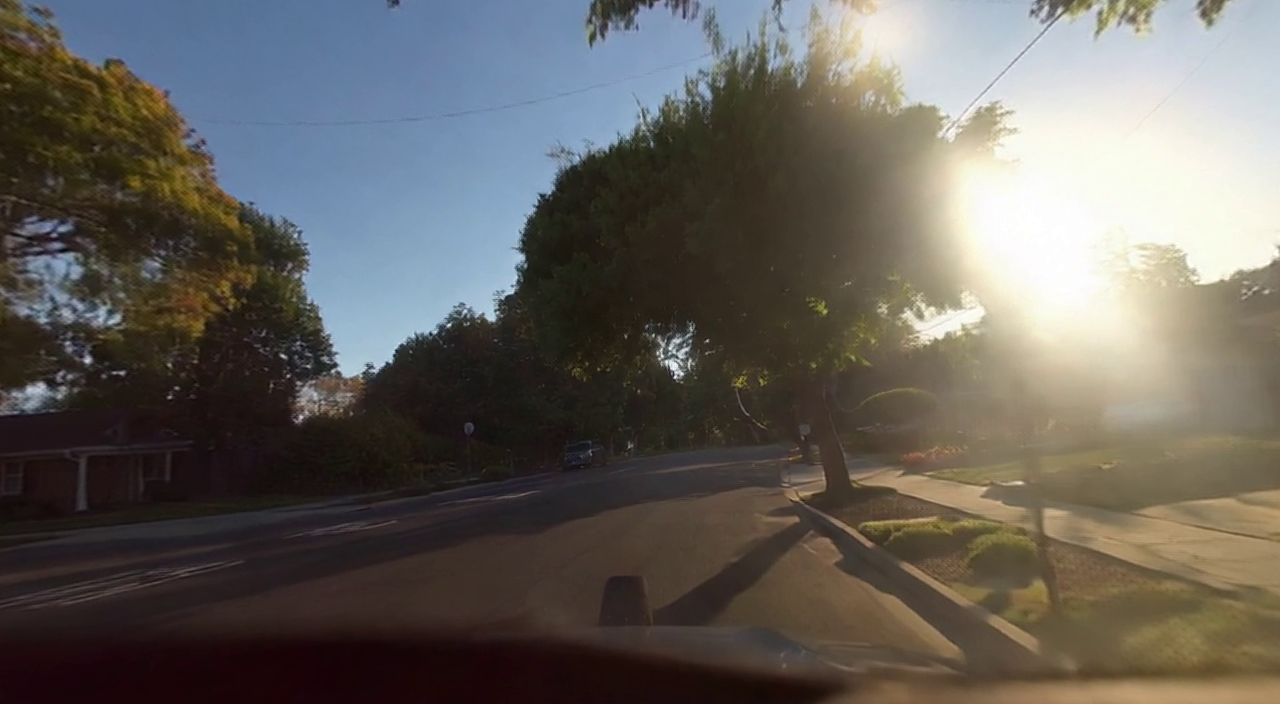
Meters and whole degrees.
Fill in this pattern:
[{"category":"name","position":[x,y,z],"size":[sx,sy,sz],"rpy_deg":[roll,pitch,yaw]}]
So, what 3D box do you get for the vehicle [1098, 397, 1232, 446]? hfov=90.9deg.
[{"category":"vehicle","position":[18.956,2.620,23.080],"size":[1.806,1.481,4.671],"rpy_deg":[-6,-10,14]}]
